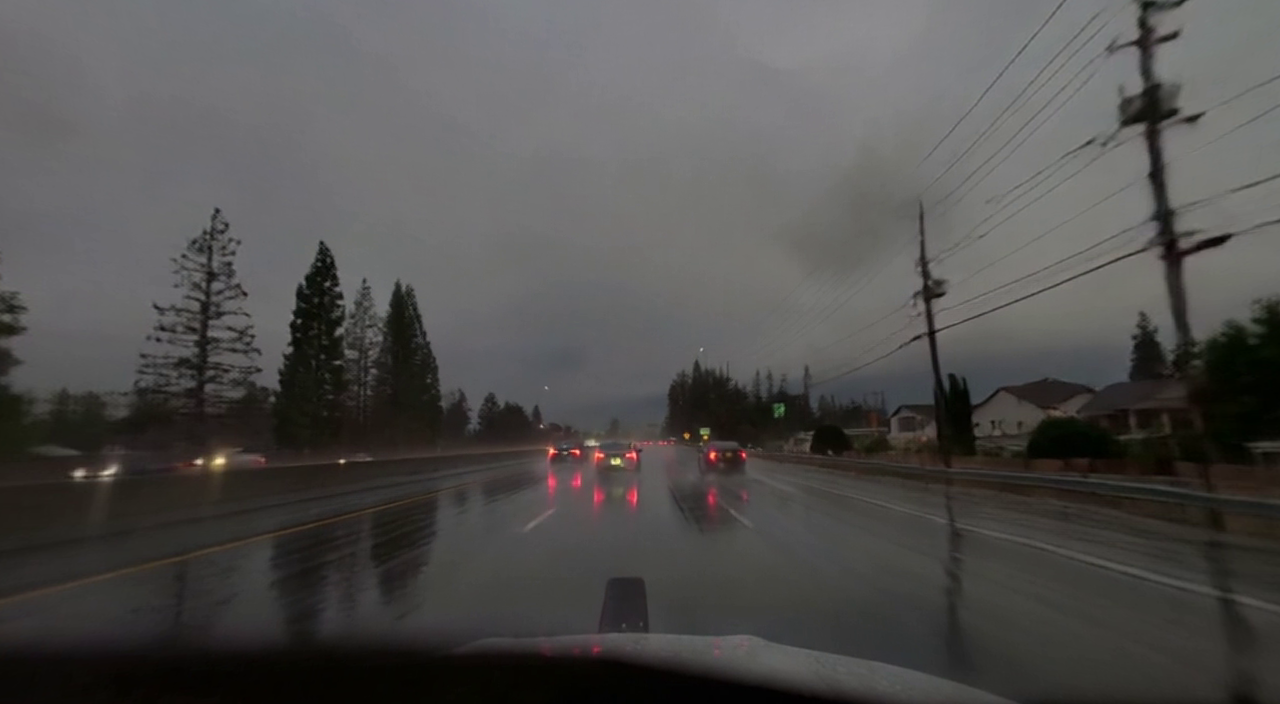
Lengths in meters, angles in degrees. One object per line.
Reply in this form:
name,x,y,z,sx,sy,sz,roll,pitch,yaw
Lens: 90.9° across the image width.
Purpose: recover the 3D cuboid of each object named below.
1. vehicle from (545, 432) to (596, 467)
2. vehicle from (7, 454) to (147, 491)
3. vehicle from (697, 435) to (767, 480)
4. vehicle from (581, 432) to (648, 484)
vehicle,-3.755,5.359,34.762,2.217,1.773,4.553,0,-8,1
vehicle,-31.573,6.737,35.713,2.243,1.760,6.078,0,-8,1
vehicle,3.385,3.960,23.931,1.996,1.579,3.841,0,-8,-1
vehicle,-0.780,3.636,21.939,2.049,1.620,4.153,0,-8,1
